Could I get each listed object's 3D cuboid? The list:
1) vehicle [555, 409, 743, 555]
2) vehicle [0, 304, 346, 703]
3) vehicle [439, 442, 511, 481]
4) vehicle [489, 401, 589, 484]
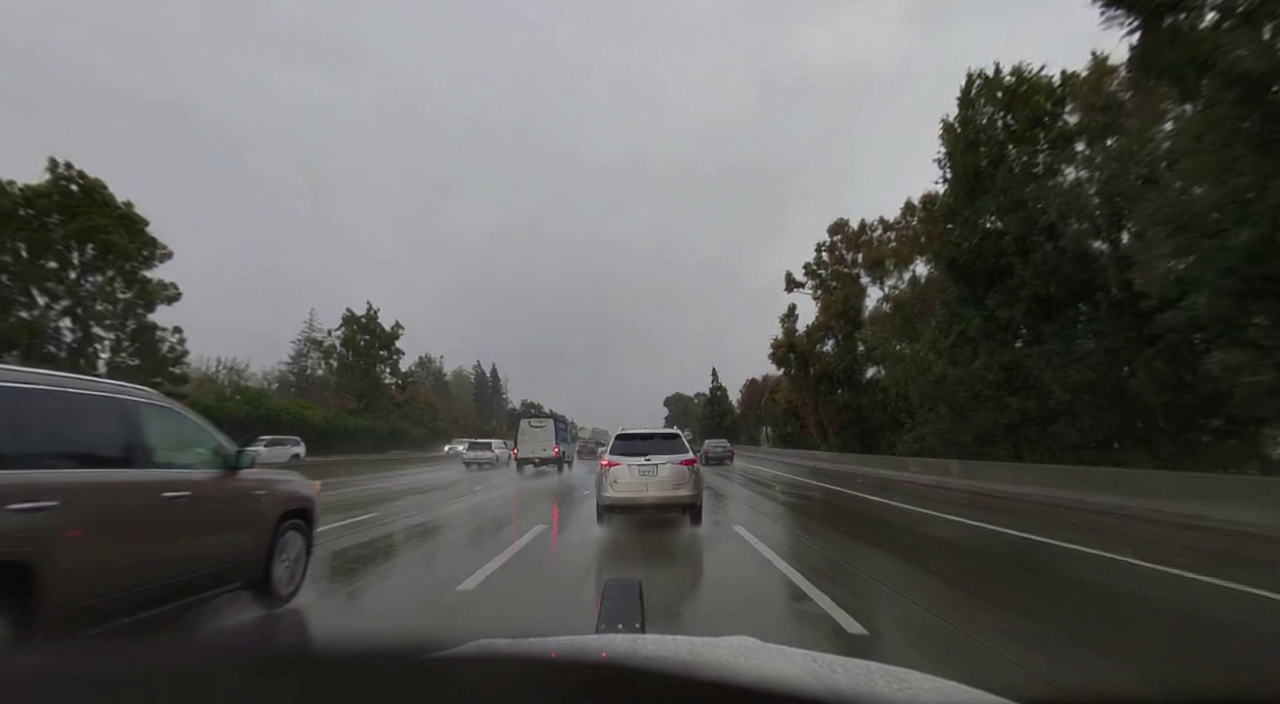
[{"bbox_3d":[0.068,1.856,9.651,2.223,1.722,4.177,0,-9,-1],"label":"vehicle"},{"bbox_3d":[-3.490,0.813,2.906,2.142,1.808,4.266,0,-9,0],"label":"vehicle"},{"bbox_3d":[-6.918,4.625,26.860,1.877,1.490,4.141,0,-9,1],"label":"vehicle"},{"bbox_3d":[-3.161,3.043,21.181,2.359,2.399,5.500,0,-9,1],"label":"vehicle"}]
